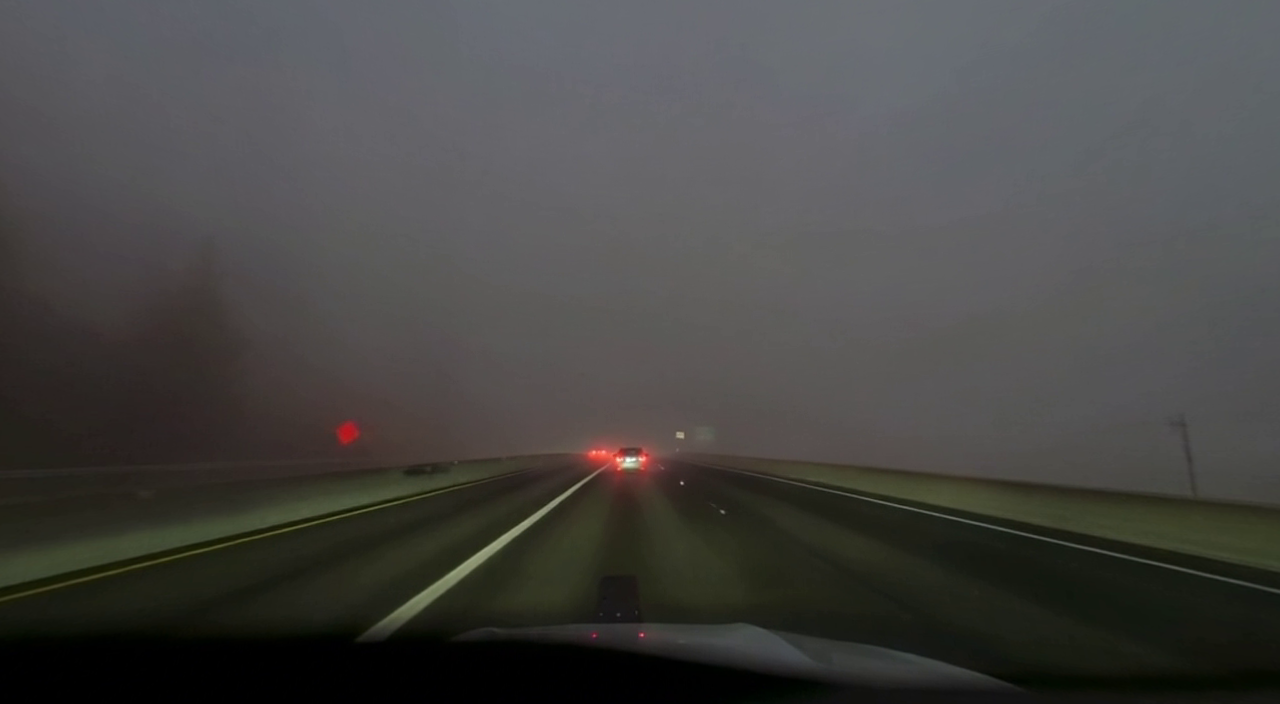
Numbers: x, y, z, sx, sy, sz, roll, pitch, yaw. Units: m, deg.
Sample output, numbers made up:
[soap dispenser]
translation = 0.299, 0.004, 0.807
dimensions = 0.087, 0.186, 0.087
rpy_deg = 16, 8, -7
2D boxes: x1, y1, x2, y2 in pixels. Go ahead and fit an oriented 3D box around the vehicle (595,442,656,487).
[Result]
[vehicle]
translation = -0.524, 4.156, 23.456
dimensions = 2.066, 1.490, 3.759
rpy_deg = 0, -9, -1
